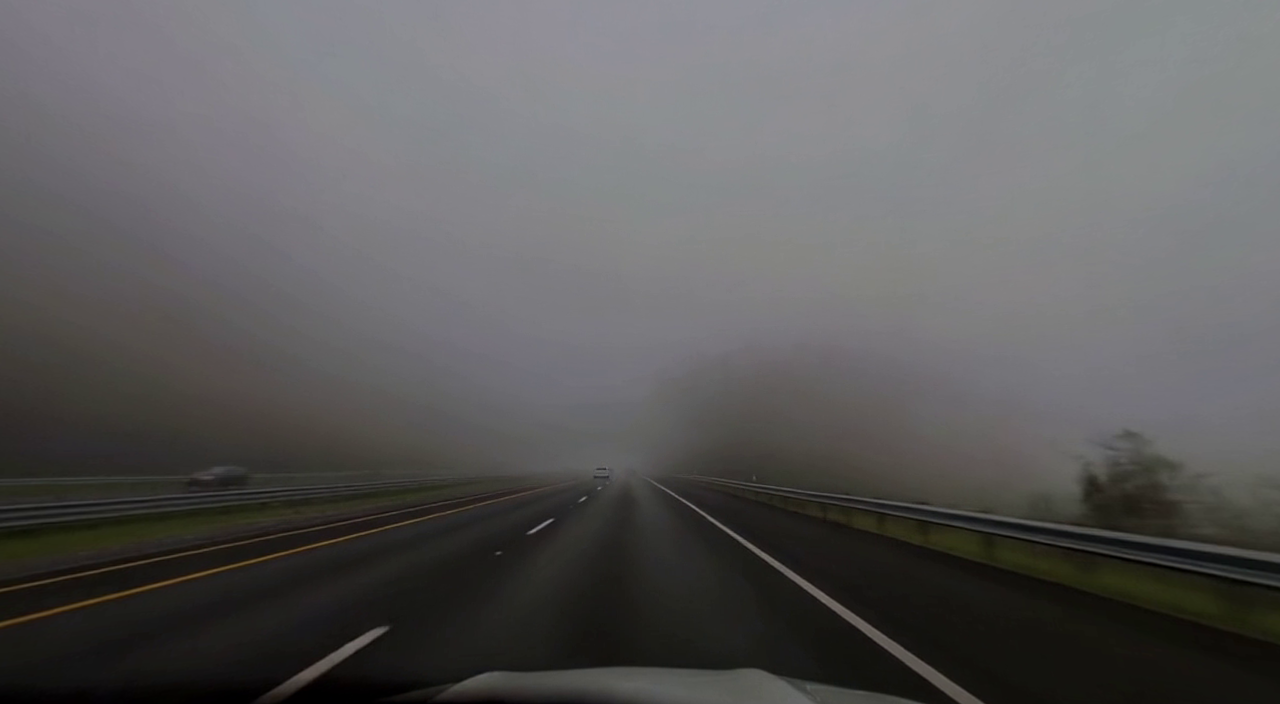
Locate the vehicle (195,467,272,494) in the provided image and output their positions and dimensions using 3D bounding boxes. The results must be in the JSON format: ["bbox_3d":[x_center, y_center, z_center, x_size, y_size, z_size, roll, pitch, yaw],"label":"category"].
[{"bbox_3d":[-23.871,7.531,37.145,1.763,1.441,4.230,1,-11,-2],"label":"vehicle"}]
